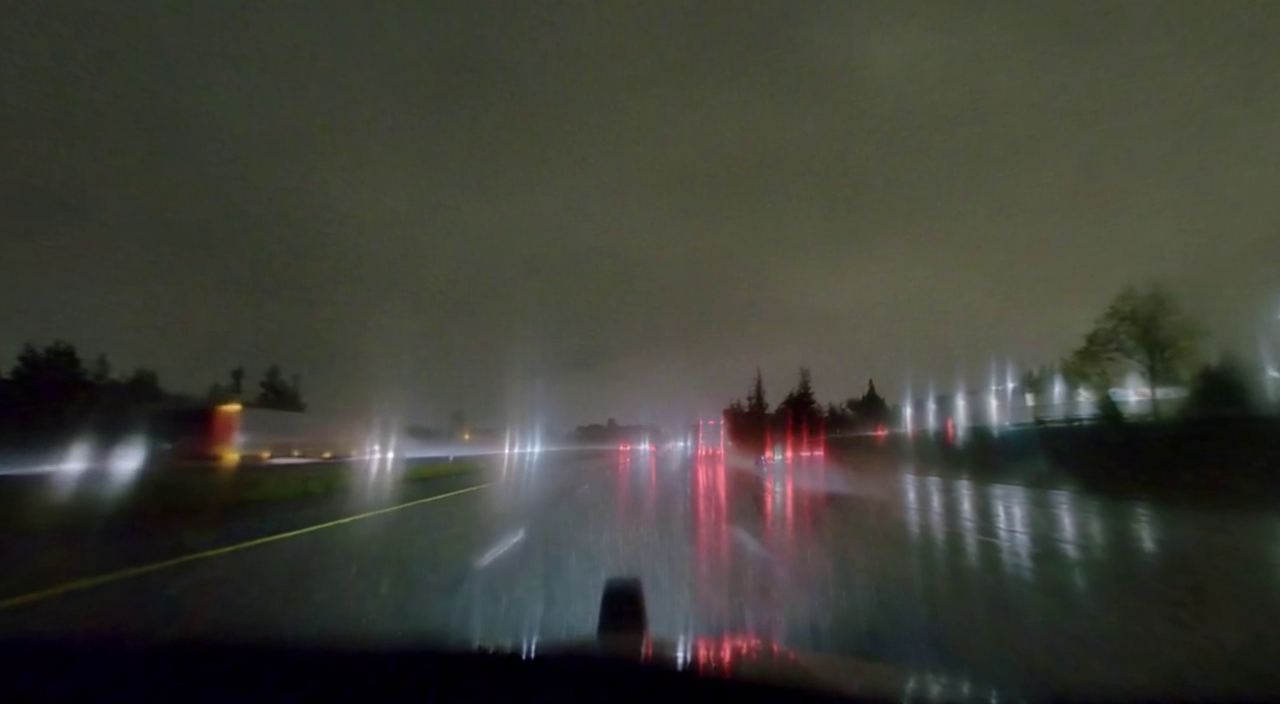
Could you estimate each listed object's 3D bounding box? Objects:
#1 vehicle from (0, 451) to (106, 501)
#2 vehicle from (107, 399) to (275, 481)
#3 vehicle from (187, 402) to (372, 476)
[{"bbox_3d":[-20.769,4.113,21.293,1.818,1.508,4.118,0,-8,1],"label":"vehicle"},{"bbox_3d":[-24.583,4.950,35.321,3.067,4.012,8.258,0,-8,1],"label":"vehicle"},{"bbox_3d":[-24.474,6.287,44.999,2.922,4.226,16.885,0,-8,2],"label":"vehicle"}]
